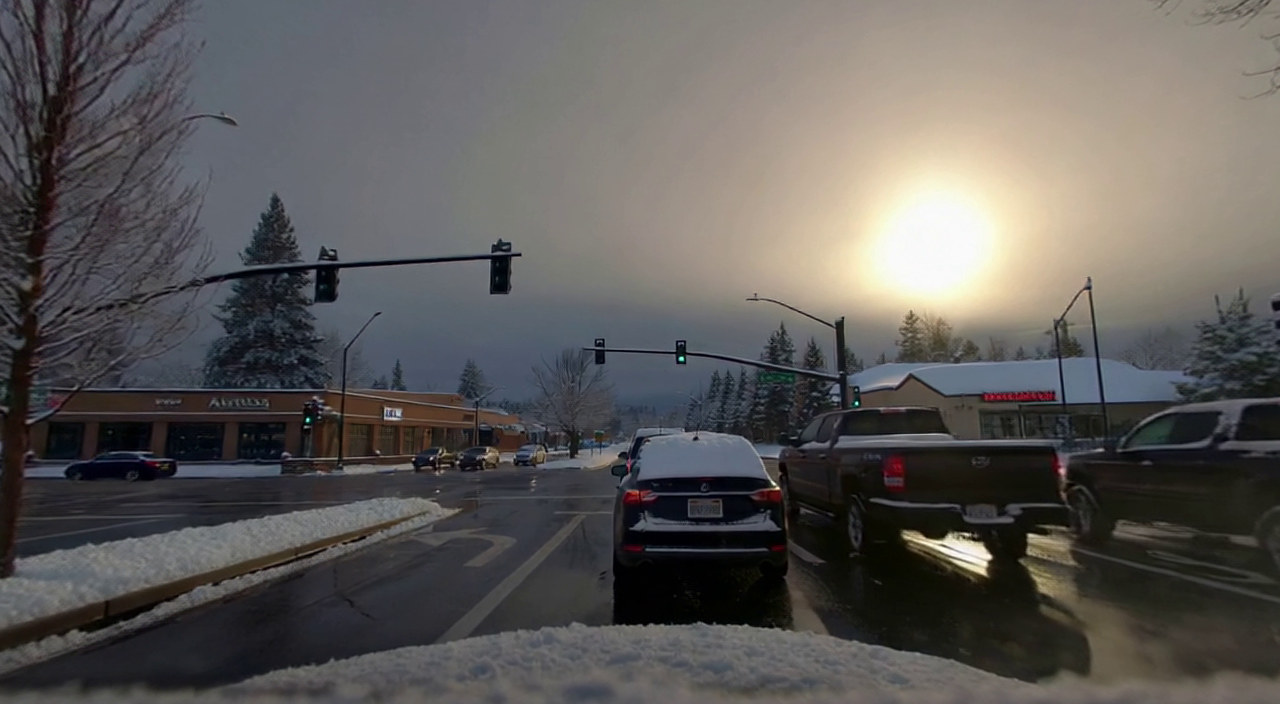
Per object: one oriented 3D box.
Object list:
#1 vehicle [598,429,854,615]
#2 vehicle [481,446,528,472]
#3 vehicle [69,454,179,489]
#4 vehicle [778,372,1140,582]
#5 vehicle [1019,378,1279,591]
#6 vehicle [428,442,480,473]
[{"bbox_3d":[0.600,1.621,6.939,2.038,1.447,3.756,0,-8,-3],"label":"vehicle"},{"bbox_3d":[-8.357,6.617,39.237,2.002,1.469,4.301,0,-8,-1],"label":"vehicle"},{"bbox_3d":[-29.078,6.696,35.601,4.789,1.828,2.025,-2,-9,10],"label":"vehicle"},{"bbox_3d":[3.827,1.647,9.133,2.358,2.116,5.328,0,-8,-1],"label":"vehicle"},{"bbox_3d":[7.264,1.459,7.349,2.323,2.009,5.266,0,-8,-1],"label":"vehicle"},{"bbox_3d":[-11.889,6.749,40.624,1.991,1.844,4.393,0,-8,0],"label":"vehicle"}]
